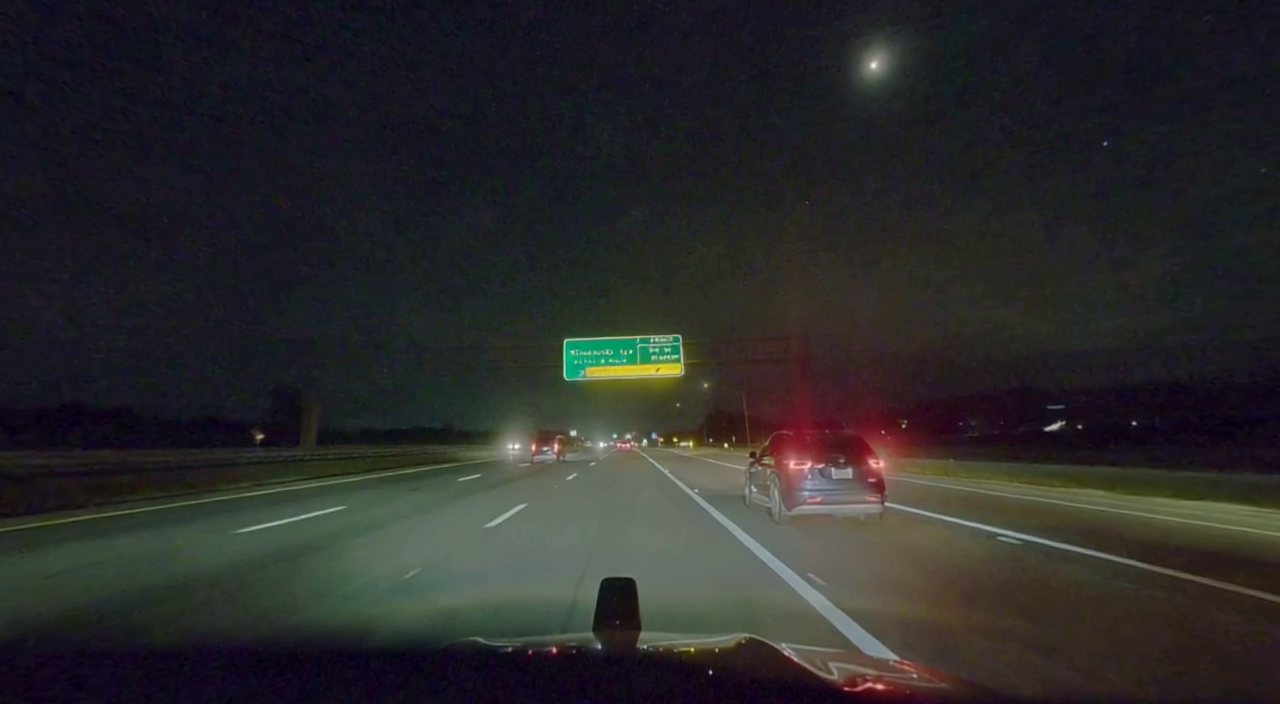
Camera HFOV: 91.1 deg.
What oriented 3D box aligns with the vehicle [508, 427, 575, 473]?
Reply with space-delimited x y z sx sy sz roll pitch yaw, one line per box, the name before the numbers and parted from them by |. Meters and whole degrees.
vehicle | -4.496 4.566 29.671 2.281 1.957 5.713 0 -8 0
